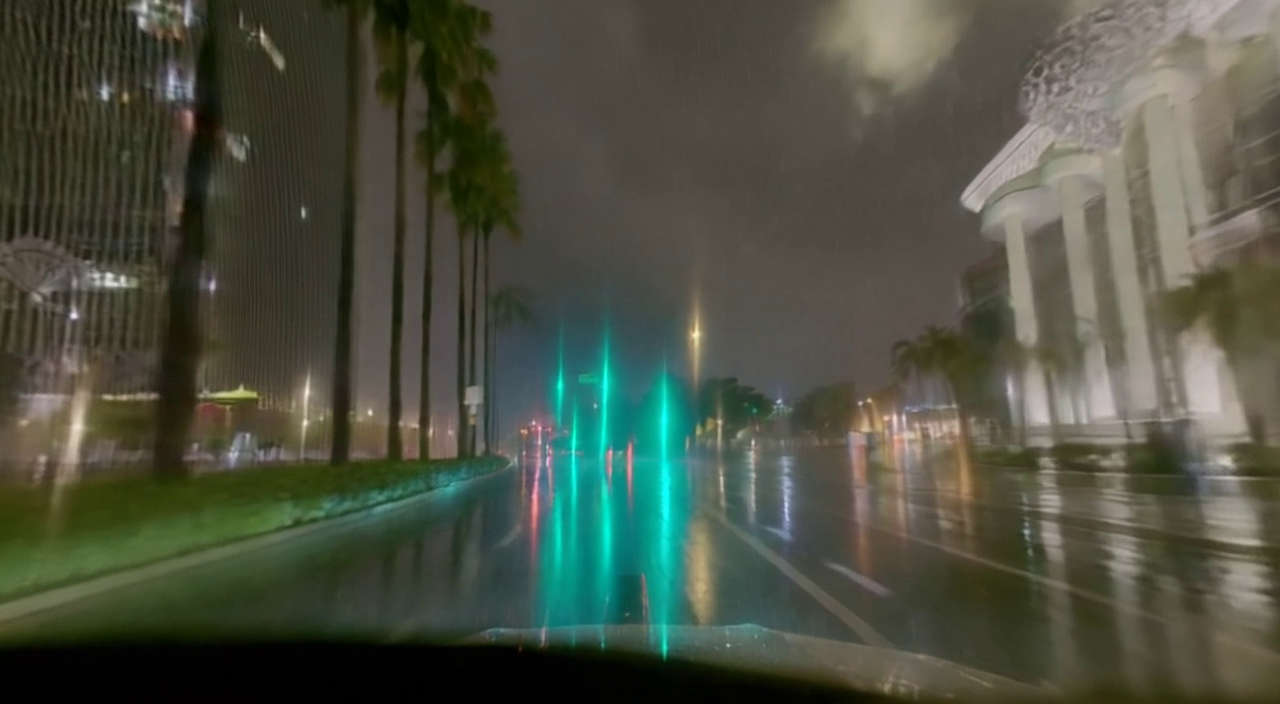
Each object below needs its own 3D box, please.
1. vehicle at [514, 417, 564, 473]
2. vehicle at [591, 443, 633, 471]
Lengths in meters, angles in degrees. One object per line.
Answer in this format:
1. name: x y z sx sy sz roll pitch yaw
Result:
1. vehicle: -6.089 5.761 38.972 2.678 3.042 8.474 1 -8 -7
2. vehicle: -1.660 5.991 36.199 2.107 1.481 4.097 1 -8 -7
